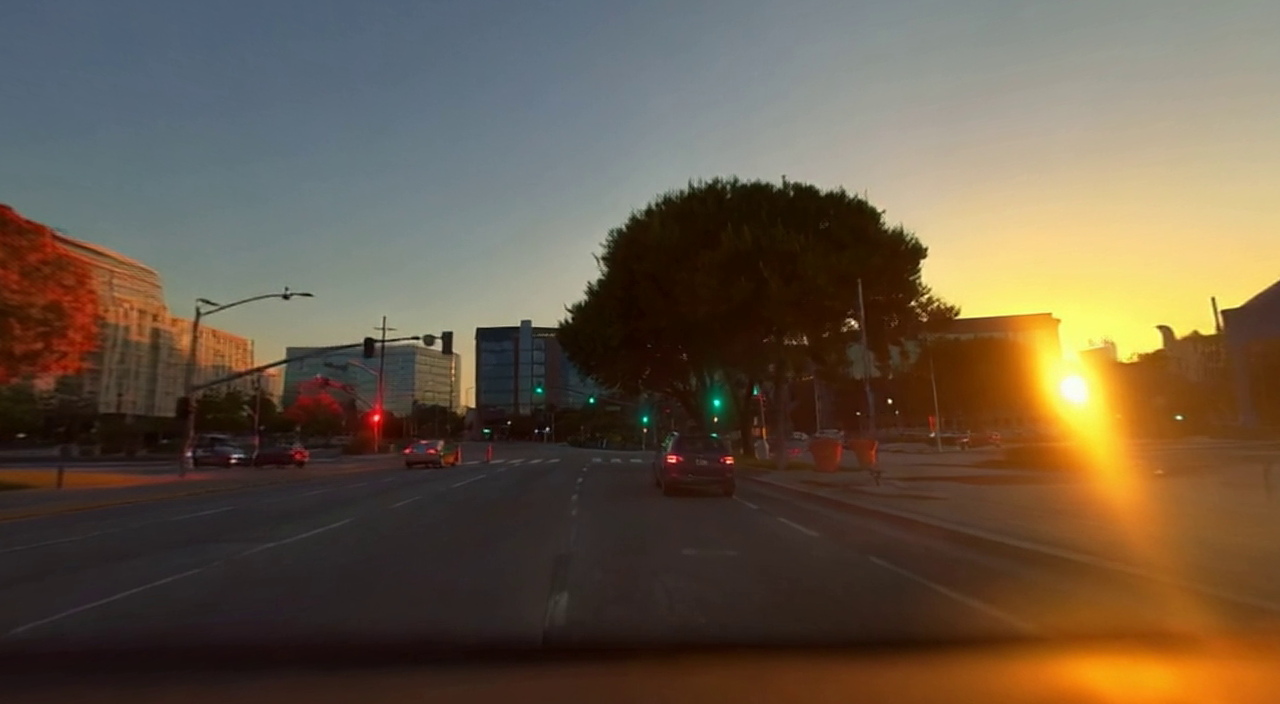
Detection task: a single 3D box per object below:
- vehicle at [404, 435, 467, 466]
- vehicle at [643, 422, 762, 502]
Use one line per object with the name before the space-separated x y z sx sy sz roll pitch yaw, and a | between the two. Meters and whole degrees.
vehicle | -10.353 5.019 32.261 1.924 1.458 4.448 0 -8 -3
vehicle | 1.343 2.656 15.595 2.230 1.683 4.204 0 -8 -4
